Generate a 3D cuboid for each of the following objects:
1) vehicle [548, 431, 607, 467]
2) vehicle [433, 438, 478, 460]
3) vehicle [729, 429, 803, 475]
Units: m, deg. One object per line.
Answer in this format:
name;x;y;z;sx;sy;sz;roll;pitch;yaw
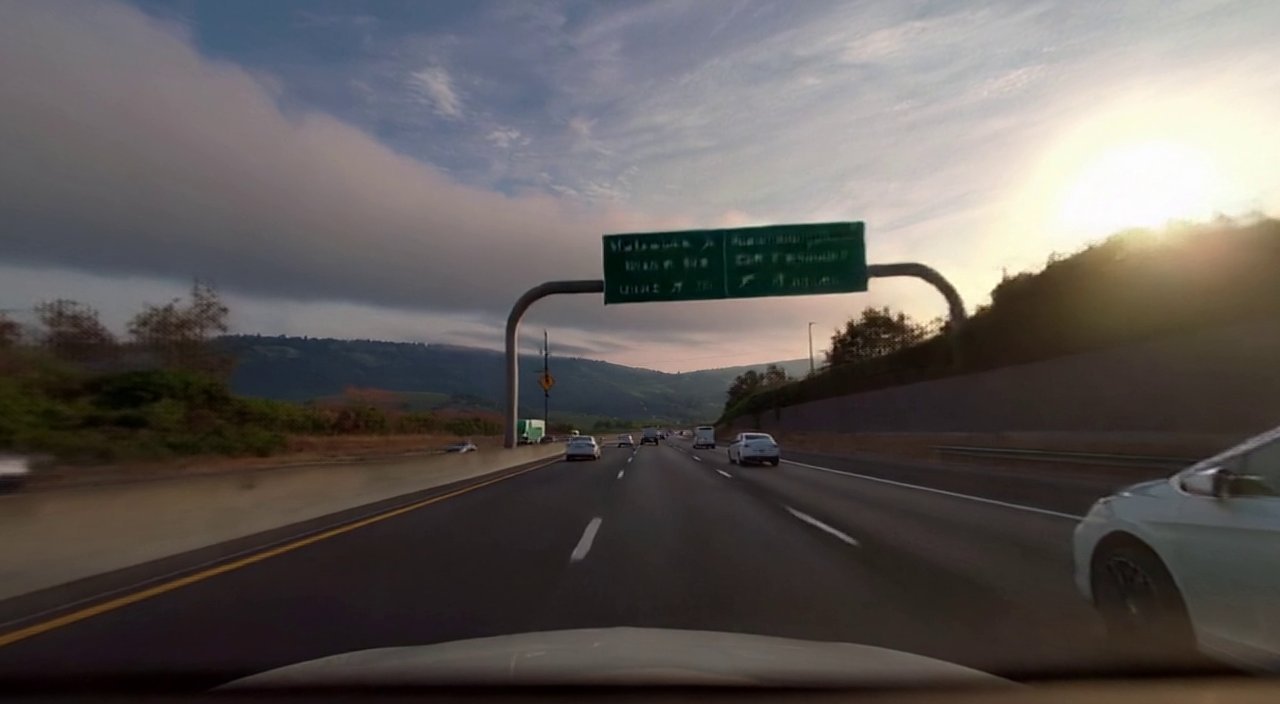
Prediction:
vehicle;-2.734;4.340;28.561;2.204;1.486;4.121;0;-8;1
vehicle;-13.971;7.334;47.976;2.087;1.553;4.617;0;-8;0
vehicle;4.390;3.518;22.467;1.806;1.469;3.681;0;-8;-1
